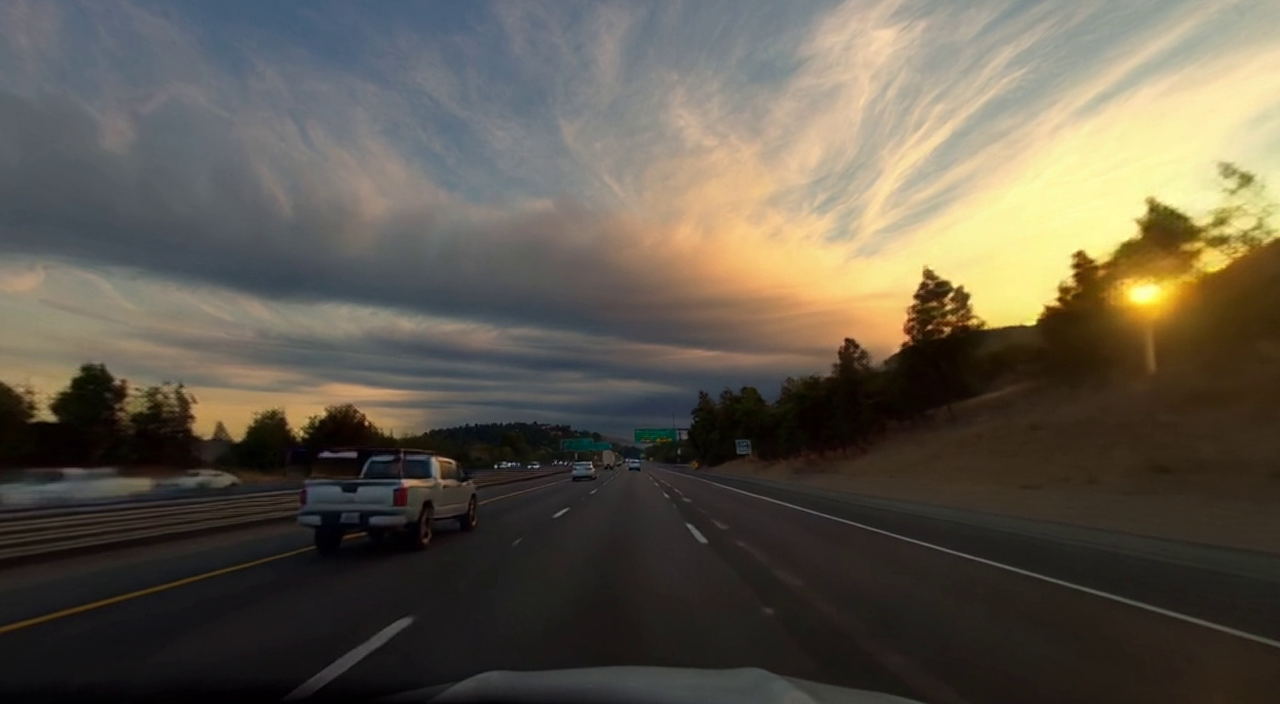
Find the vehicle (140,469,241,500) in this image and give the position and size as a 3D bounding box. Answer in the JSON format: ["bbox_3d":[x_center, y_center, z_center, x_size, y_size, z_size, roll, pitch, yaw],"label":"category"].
[{"bbox_3d":[-23.669,6.974,33.435,1.868,1.442,4.620,1,-10,1],"label":"vehicle"}]

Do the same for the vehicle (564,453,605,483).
[{"bbox_3d":[-3.741,7.999,43.540,2.390,1.879,4.423,1,-10,0],"label":"vehicle"}]

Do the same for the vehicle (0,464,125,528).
[{"bbox_3d":[-15.916,3.608,16.090,1.937,1.471,4.160,1,-10,0],"label":"vehicle"}]

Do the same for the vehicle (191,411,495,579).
[{"bbox_3d":[-3.950,2.074,9.686,2.272,1.873,4.832,1,-10,0],"label":"vehicle"}]
